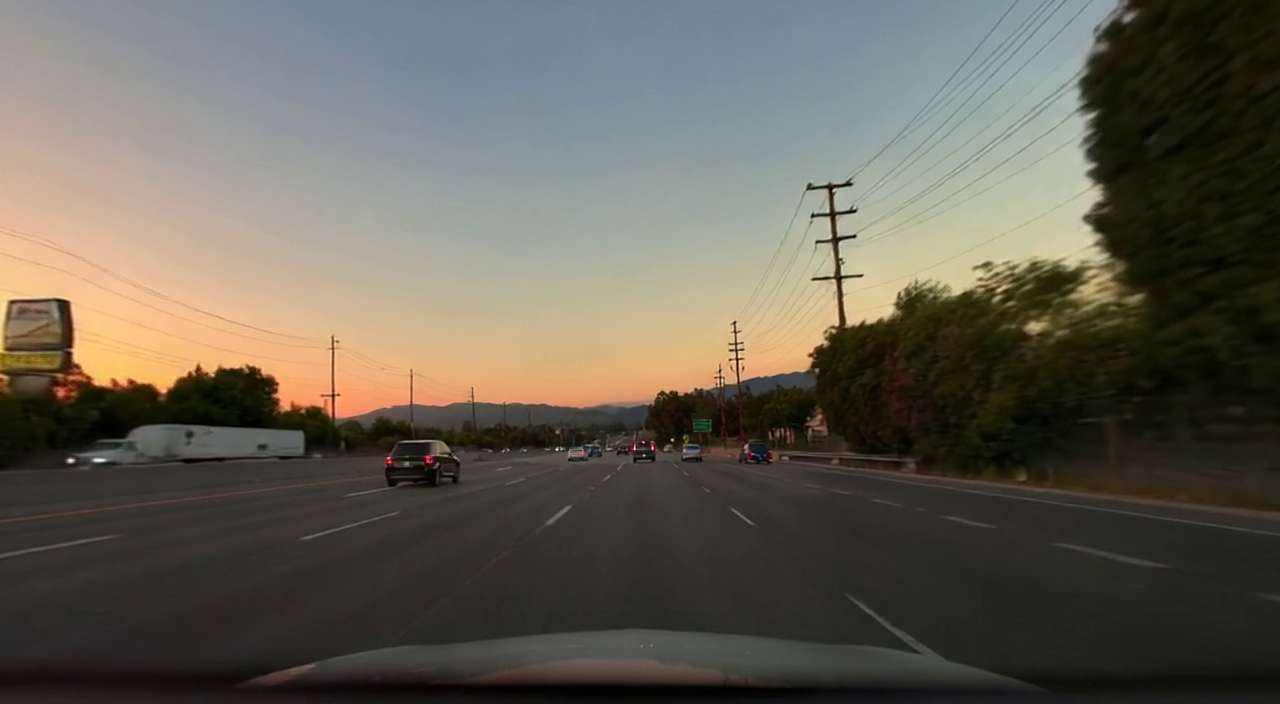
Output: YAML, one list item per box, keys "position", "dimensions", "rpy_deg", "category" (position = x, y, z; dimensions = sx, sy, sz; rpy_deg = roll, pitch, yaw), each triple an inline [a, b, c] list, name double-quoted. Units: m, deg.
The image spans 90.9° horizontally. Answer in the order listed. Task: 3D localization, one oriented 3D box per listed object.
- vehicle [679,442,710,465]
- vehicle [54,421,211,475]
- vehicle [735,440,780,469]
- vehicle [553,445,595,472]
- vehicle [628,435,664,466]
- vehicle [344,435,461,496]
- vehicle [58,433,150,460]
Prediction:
- position: [4.206, 7.922, 49.478]
  dimensions: [1.996, 1.710, 4.256]
  rpy_deg: [0, -8, 0]
  category: "vehicle"
- position: [-37.394, 7.150, 47.270]
  dimensions: [3.005, 3.557, 10.456]
  rpy_deg: [0, -8, 0]
  category: "vehicle"
- position: [7.318, 6.421, 39.617]
  dimensions: [1.937, 1.698, 4.322]
  rpy_deg: [0, -8, -1]
  category: "vehicle"
- position: [-3.797, 6.196, 36.862]
  dimensions: [1.979, 1.469, 4.378]
  rpy_deg: [0, -8, 0]
  category: "vehicle"
- position: [0.397, 7.474, 47.967]
  dimensions: [2.622, 2.208, 5.320]
  rpy_deg: [0, -8, -1]
  category: "vehicle"
- position: [-7.387, 3.564, 20.186]
  dimensions: [2.007, 1.732, 4.395]
  rpy_deg: [0, -8, 0]
  category: "vehicle"
- position: [-37.490, 6.584, 44.268]
  dimensions: [2.159, 1.578, 5.016]
  rpy_deg: [-3, -6, -1]
  category: "vehicle"
